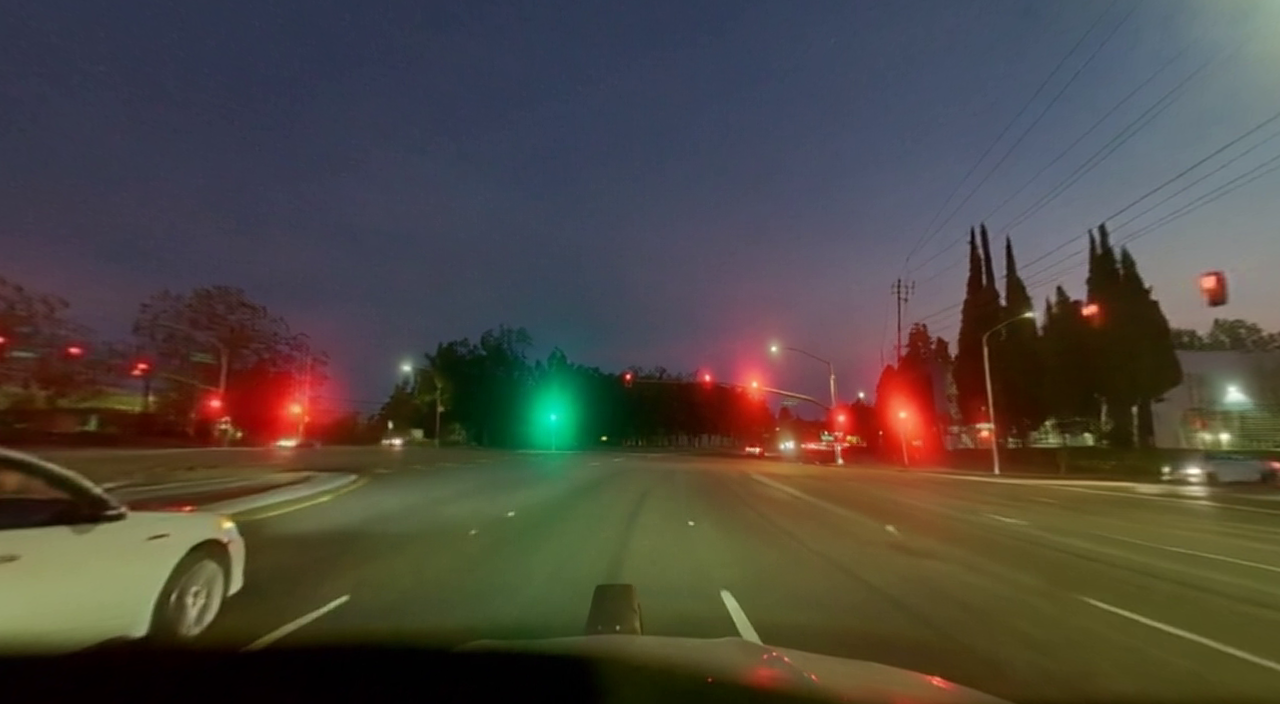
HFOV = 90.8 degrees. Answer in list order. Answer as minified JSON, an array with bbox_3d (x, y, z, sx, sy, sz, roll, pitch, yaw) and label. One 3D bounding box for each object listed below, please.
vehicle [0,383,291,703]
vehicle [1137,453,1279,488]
[{"bbox_3d":[-3.268,0.811,1.988,1.934,1.463,4.220,0,-8,0],"label":"vehicle"},{"bbox_3d":[25.248,5.207,27.952,4.636,1.433,1.930,-2,-9,9],"label":"vehicle"}]
